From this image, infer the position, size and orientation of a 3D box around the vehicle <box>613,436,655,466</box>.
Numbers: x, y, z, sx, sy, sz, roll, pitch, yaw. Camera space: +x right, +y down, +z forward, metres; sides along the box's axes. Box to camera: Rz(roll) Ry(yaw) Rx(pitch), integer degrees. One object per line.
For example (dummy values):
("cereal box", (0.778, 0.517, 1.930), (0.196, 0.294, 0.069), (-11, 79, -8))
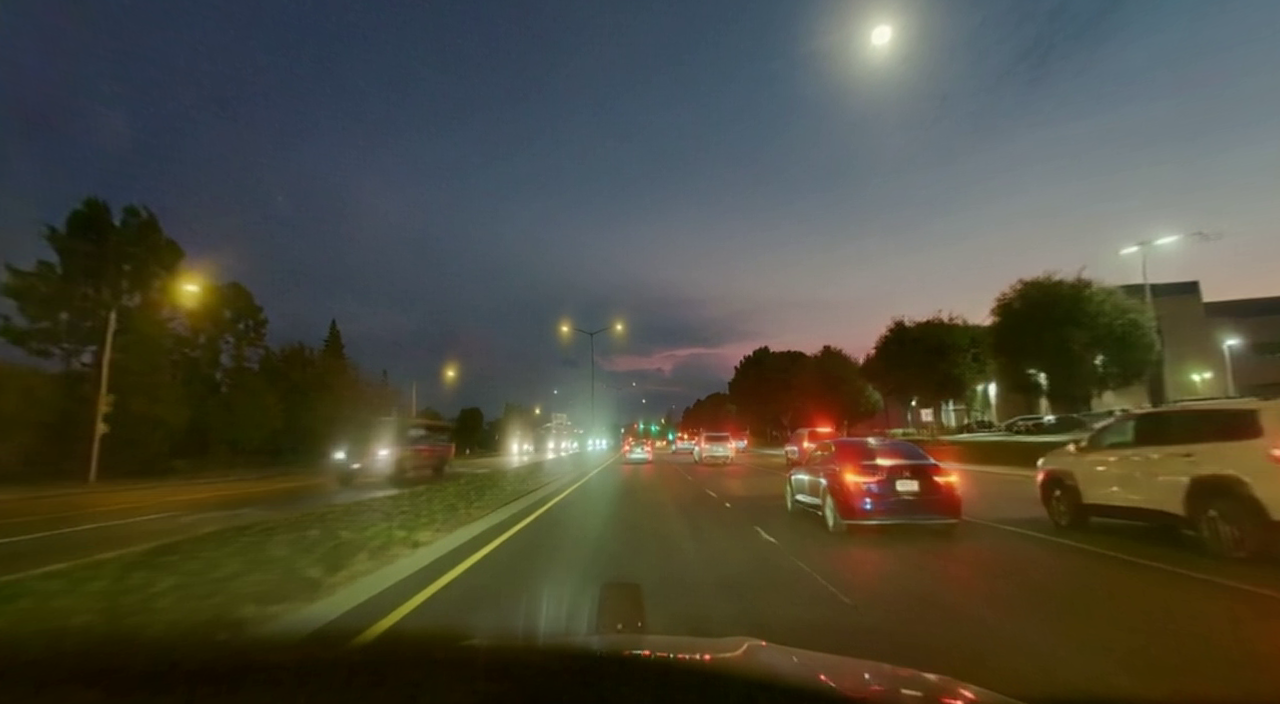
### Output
("vehicle", (-0.313, 5.254, 33.465), (2.111, 1.506, 4.018), (0, -8, 0))

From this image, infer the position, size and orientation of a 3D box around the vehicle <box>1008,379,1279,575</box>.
("vehicle", (7.166, 1.455, 7.720), (2.188, 1.840, 5.050), (0, -8, 0))

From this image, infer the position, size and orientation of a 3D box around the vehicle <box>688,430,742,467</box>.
("vehicle", (3.687, 4.862, 31.645), (2.130, 1.718, 4.310), (0, -8, -1))

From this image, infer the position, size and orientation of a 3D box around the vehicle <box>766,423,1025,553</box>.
("vehicle", (3.430, 1.922, 9.633), (2.010, 1.490, 4.639), (0, -8, 0))

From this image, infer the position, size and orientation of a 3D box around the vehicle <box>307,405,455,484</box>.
("vehicle", (-8.236, 3.061, 20.767), (2.396, 2.216, 5.698), (0, -9, 0))
